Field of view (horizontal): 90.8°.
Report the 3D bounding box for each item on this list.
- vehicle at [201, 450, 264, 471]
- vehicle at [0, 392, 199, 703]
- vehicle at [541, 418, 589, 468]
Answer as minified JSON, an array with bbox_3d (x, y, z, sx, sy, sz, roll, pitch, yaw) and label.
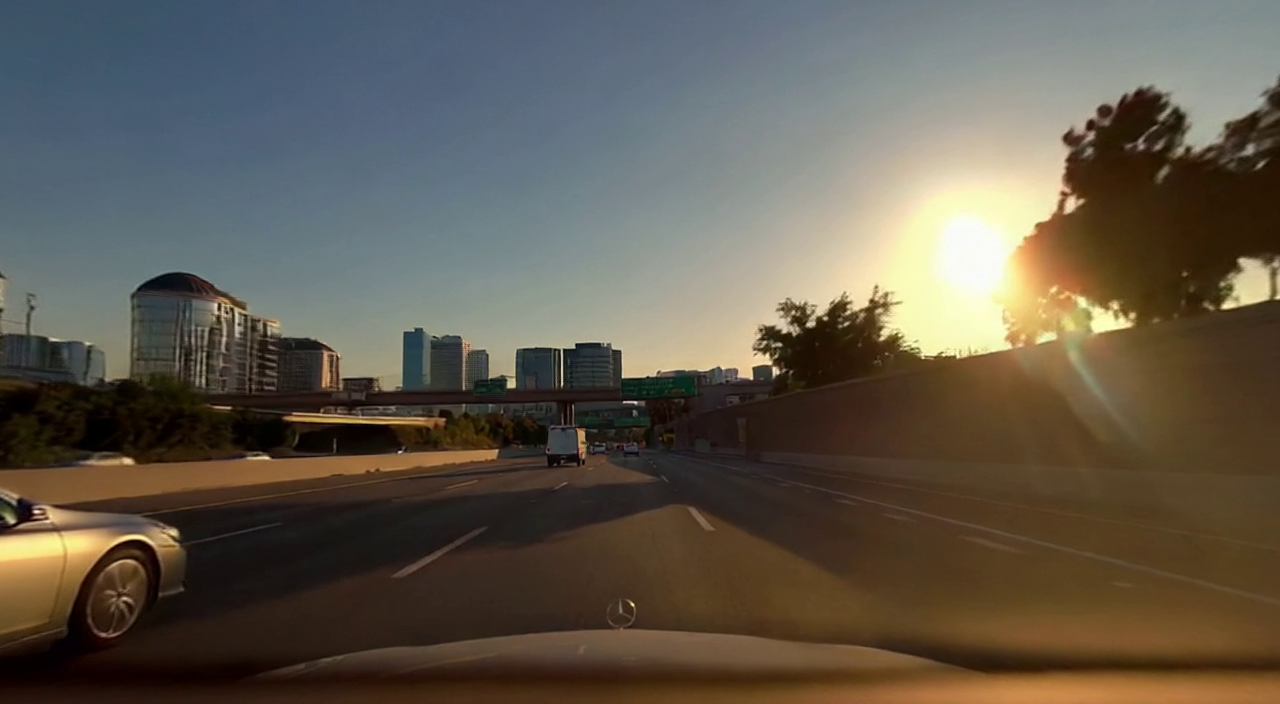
[{"bbox_3d":[-30.739,8.157,47.792,1.829,1.435,4.486,0,-8,-1],"label":"vehicle"},{"bbox_3d":[-4.082,0.825,2.028,2.025,1.556,4.594,0,-8,-1],"label":"vehicle"},{"bbox_3d":[-4.684,5.868,40.648,2.364,2.953,6.732,0,-8,-1],"label":"vehicle"}]
